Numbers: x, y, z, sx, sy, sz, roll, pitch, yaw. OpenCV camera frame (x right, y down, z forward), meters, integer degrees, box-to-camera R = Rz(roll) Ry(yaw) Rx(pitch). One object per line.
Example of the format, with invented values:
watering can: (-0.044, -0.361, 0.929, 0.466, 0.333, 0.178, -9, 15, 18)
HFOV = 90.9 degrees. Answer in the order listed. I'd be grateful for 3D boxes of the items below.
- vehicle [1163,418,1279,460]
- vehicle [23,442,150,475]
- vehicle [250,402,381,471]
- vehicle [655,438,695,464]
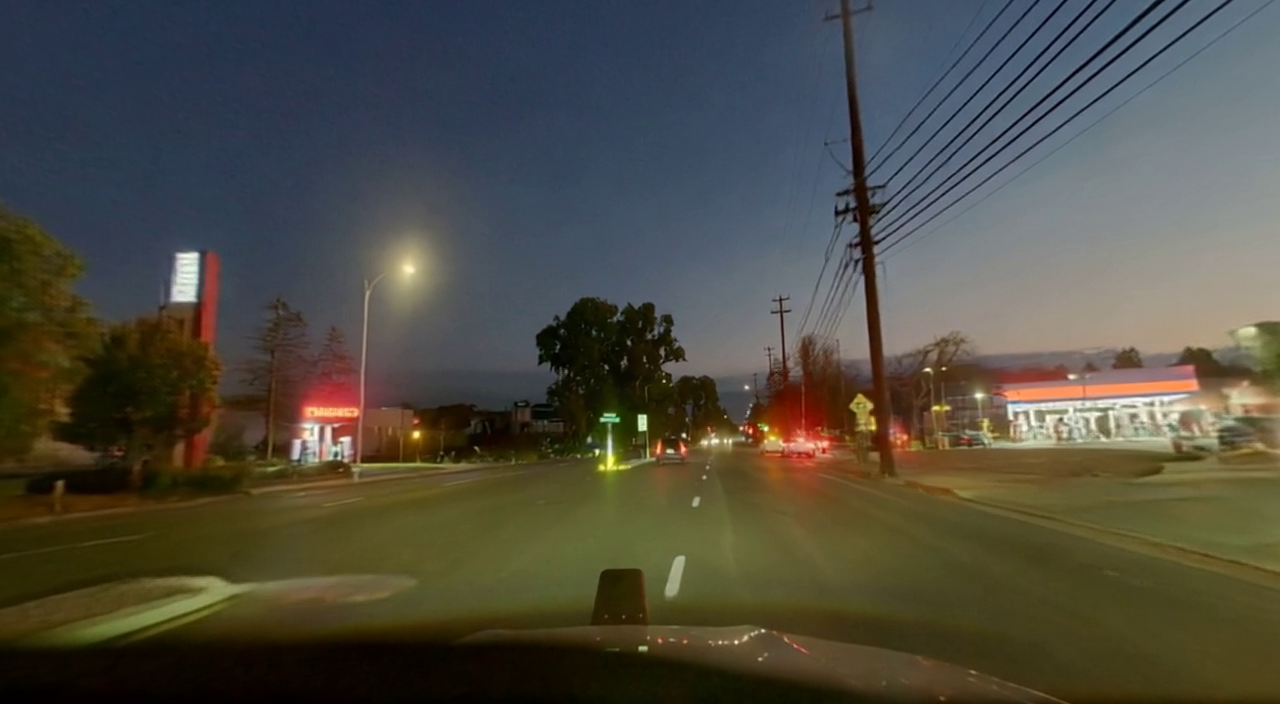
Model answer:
vehicle: (23.390, 3.330, 24.109, 1.908, 1.474, 4.885, 2, -9, -17)
vehicle: (-34.469, 6.633, 39.595, 2.111, 1.883, 5.784, -2, -8, 10)
vehicle: (-18.450, 4.933, 36.608, 2.923, 3.546, 7.640, -1, -8, 5)
vehicle: (2.188, 6.020, 38.520, 2.073, 1.525, 3.968, -1, -8, 7)
